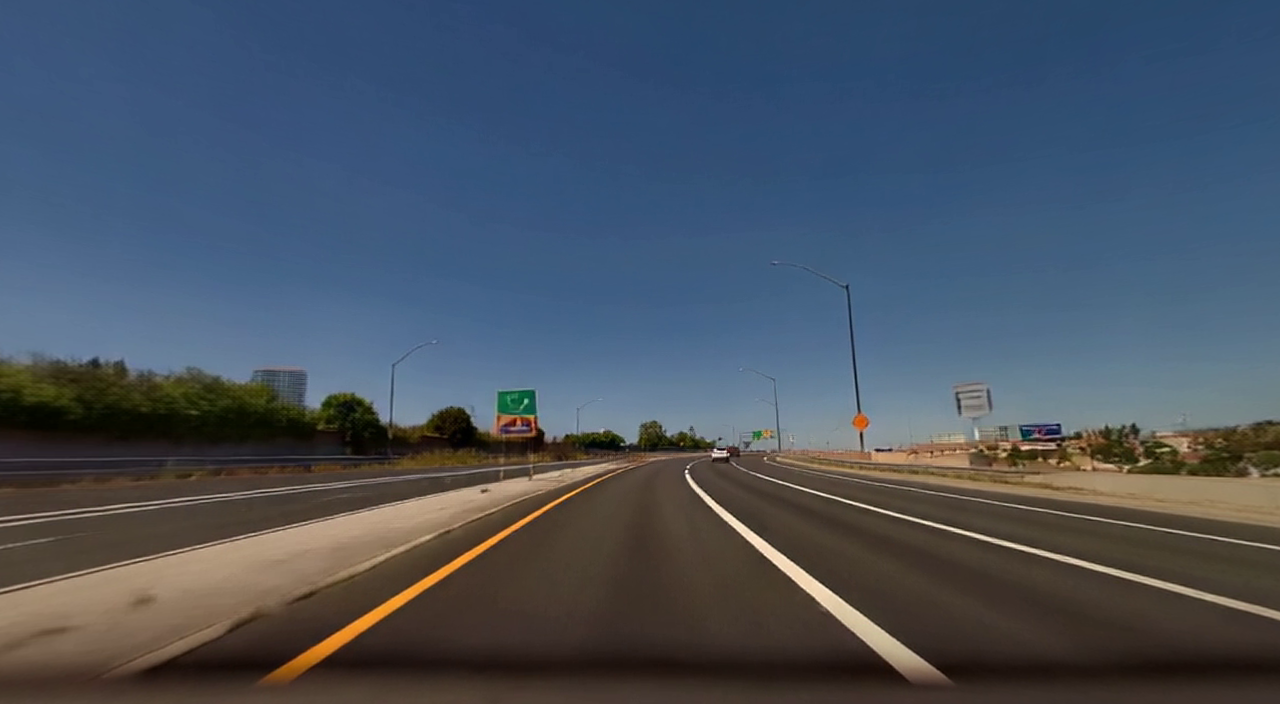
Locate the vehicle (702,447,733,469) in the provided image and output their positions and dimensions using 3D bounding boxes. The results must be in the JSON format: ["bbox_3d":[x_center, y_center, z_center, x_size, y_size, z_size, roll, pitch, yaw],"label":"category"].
[{"bbox_3d":[5.467,7.541,45.135,1.874,1.506,4.116,-1,-9,3],"label":"vehicle"}]
